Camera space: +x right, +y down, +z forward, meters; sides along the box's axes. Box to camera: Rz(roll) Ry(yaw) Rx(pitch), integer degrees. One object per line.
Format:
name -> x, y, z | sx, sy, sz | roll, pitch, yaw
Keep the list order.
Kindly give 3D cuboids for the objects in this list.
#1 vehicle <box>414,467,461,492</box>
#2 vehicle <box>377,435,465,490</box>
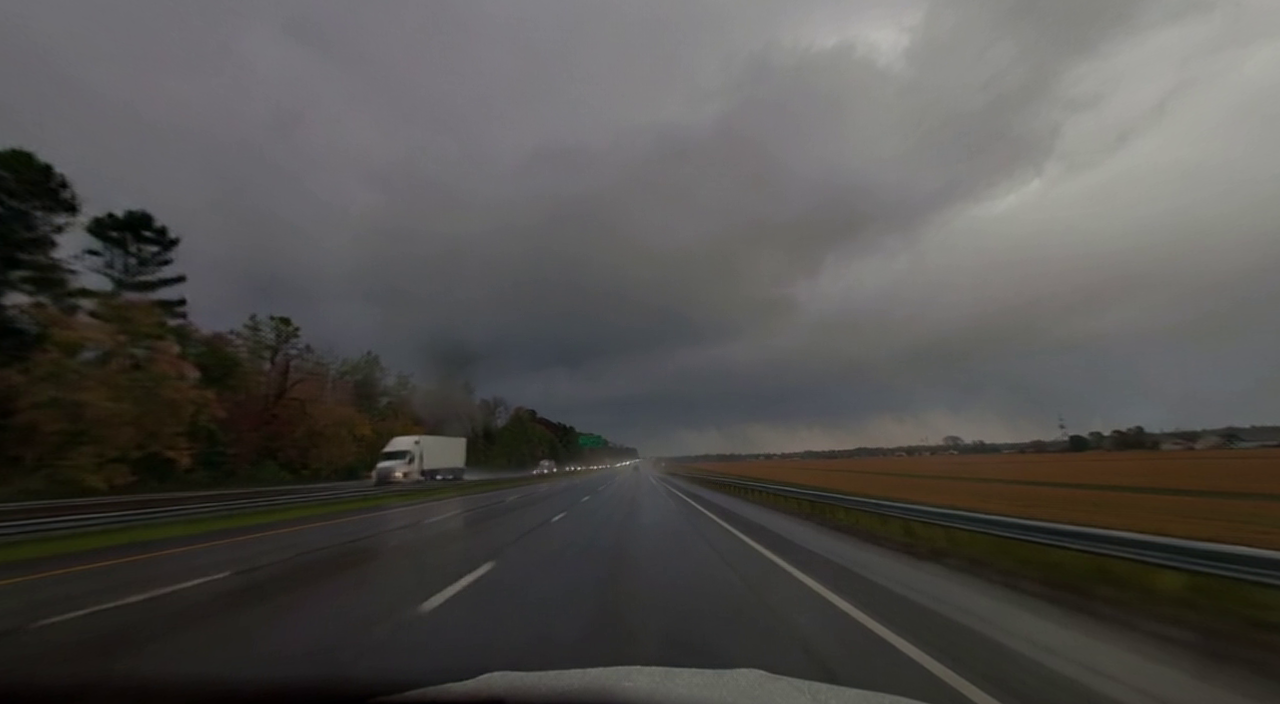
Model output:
vehicle -> -12.140, 7.631, 37.919 | 1.694, 1.388, 3.382 | 1, -10, -1
vehicle -> -16.585, 8.598, 48.865 | 2.932, 3.708, 10.622 | 1, -10, 0
